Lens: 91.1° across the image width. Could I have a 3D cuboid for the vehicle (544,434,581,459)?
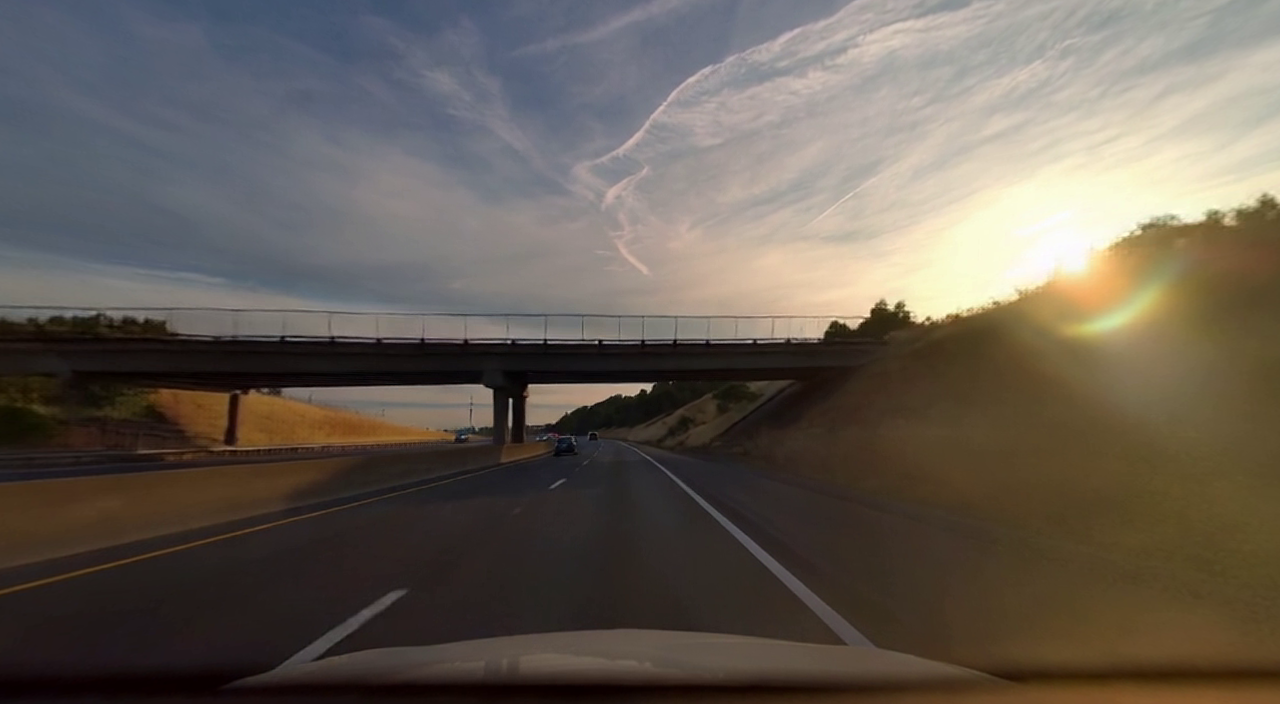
[{"bbox_3d":[-5.051,6.192,41.506,2.005,1.509,4.260,0,-8,-2],"label":"vehicle"}]
